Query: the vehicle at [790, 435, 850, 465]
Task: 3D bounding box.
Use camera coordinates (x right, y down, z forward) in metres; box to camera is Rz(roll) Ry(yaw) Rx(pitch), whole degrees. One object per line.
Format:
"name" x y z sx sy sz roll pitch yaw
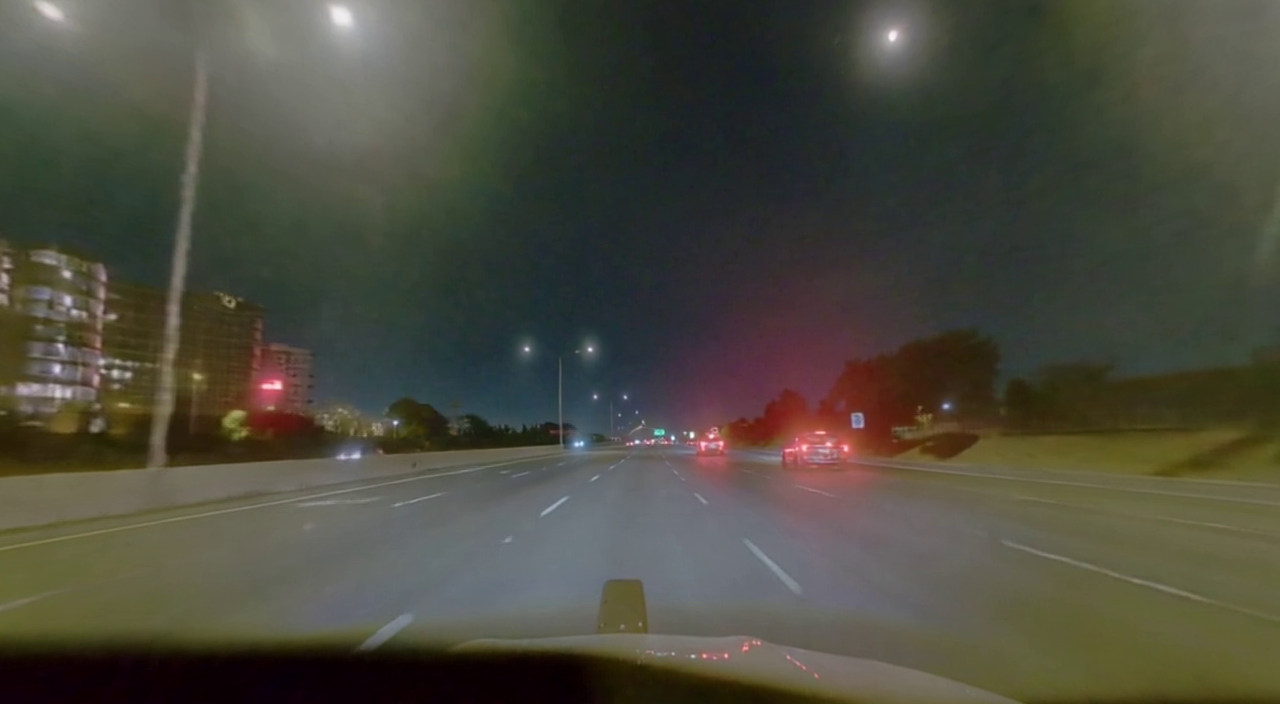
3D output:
"vehicle" 10.011 5.486 35.437 2.000 1.514 4.585 0 -8 -1
